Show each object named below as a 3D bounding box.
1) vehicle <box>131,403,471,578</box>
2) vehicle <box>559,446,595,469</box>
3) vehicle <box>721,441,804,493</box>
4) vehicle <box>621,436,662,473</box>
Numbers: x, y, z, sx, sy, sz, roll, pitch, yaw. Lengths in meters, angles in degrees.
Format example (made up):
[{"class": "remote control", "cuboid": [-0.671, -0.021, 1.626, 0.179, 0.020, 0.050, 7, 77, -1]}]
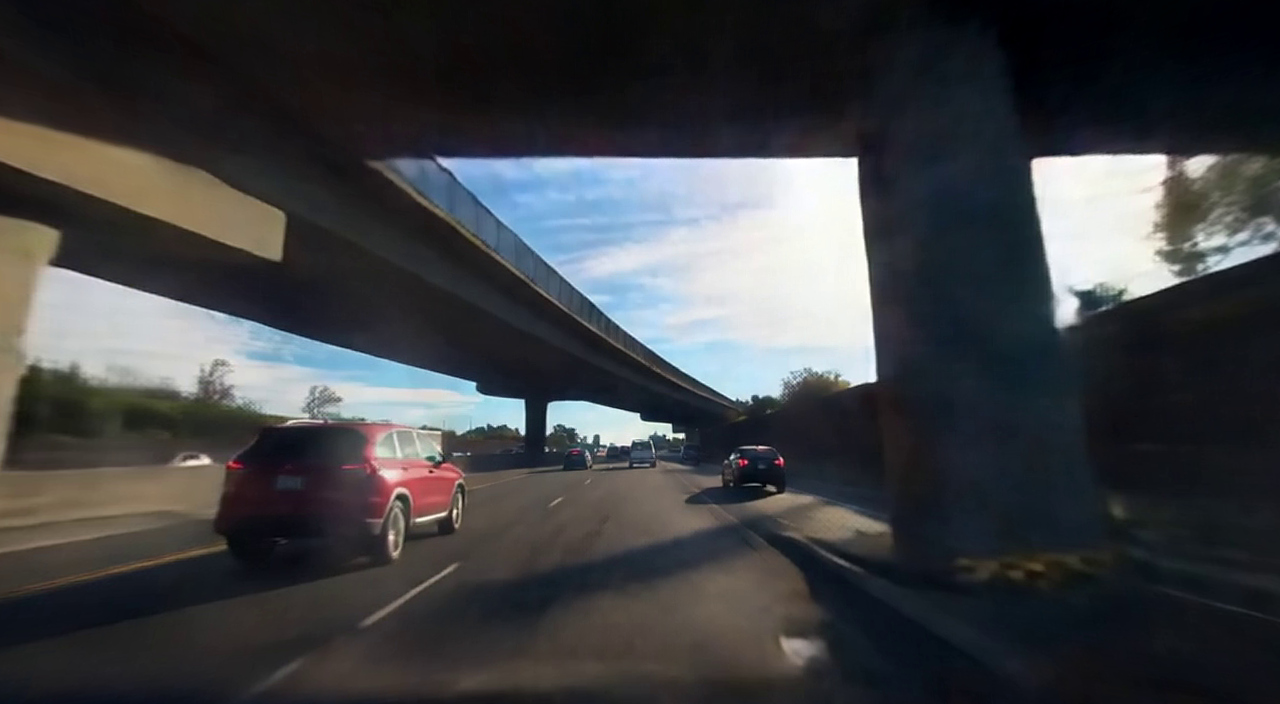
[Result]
[{"class": "vehicle", "cuboid": [-4.046, 1.744, 8.697, 2.089, 1.751, 4.515, 0, -9, 1]}, {"class": "vehicle", "cuboid": [-4.267, 7.170, 43.131, 1.994, 1.475, 4.171, 0, -9, 1]}, {"class": "vehicle", "cuboid": [3.907, 3.729, 20.751, 1.959, 1.554, 3.795, 0, -9, 0]}, {"class": "vehicle", "cuboid": [0.084, 5.664, 34.935, 2.155, 1.909, 4.529, 0, -9, 0]}]
